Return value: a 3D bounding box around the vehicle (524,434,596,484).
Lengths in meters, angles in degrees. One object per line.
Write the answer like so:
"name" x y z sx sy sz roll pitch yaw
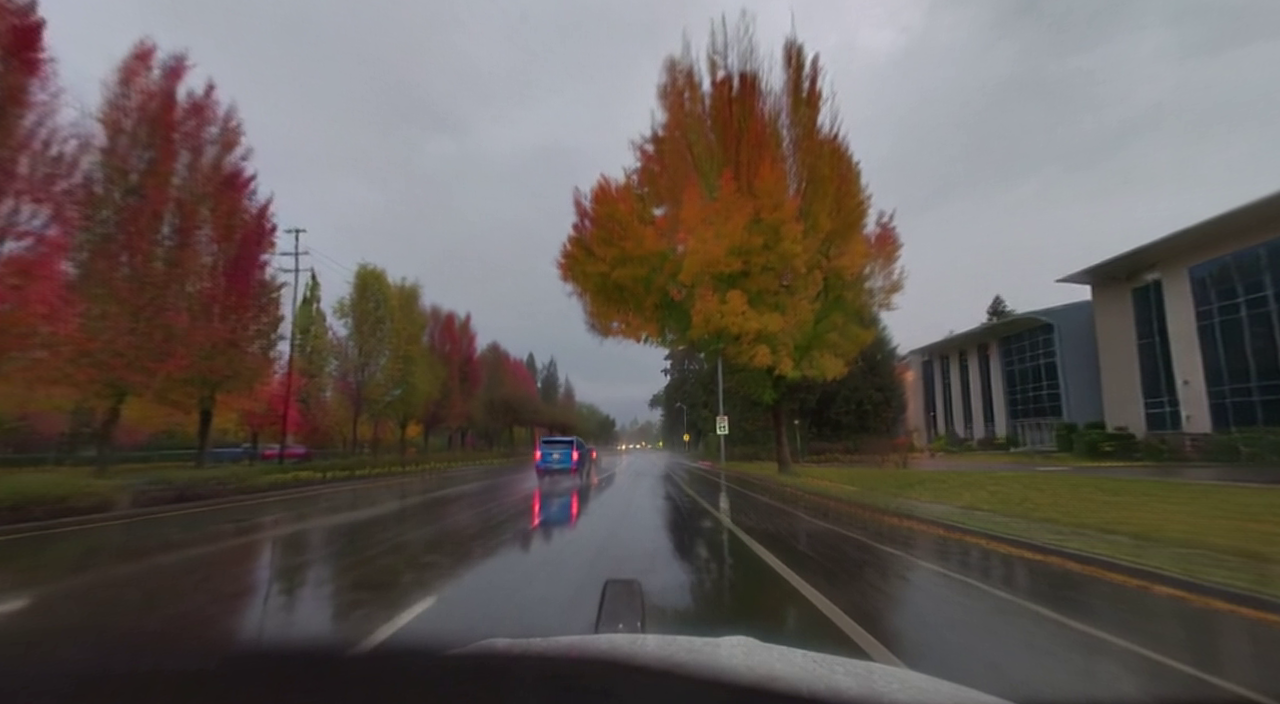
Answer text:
"vehicle" -3.048 4.215 25.086 2.112 1.779 4.489 0 -9 2
